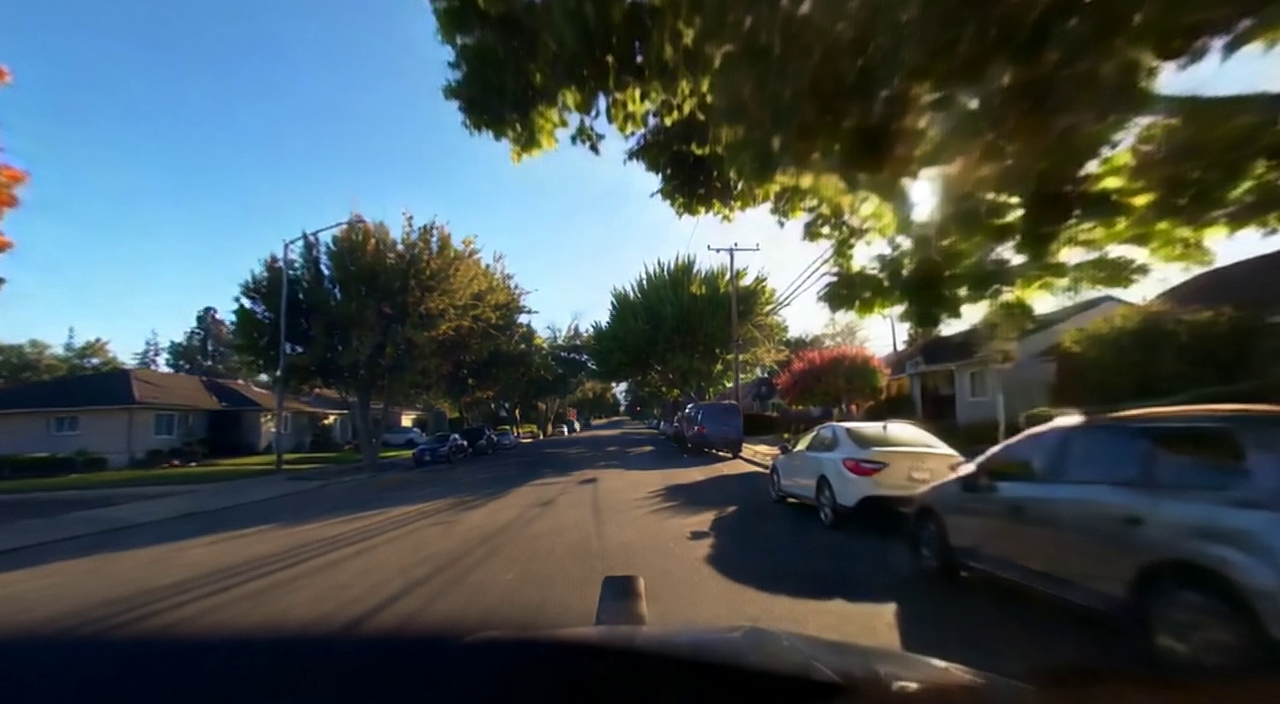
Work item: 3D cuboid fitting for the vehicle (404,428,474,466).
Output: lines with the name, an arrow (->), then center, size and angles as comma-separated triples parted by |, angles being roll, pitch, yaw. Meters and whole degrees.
vehicle -> -8.446, 4.025, 26.866 | 1.821, 1.476, 4.060 | 0, -8, -3

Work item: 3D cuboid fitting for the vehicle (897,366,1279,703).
vehicle -> 3.675, 1.065, 4.038 | 2.047, 1.598, 4.321 | 0, -8, -3

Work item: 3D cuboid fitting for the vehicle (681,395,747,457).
vehicle -> 3.043, 3.178, 26.744 | 2.233, 2.453, 3.787 | 0, -8, -1

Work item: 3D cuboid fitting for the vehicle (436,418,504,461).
vehicle -> -8.596, 4.447, 32.392 | 2.163, 1.841, 4.679 | -6, -7, -1

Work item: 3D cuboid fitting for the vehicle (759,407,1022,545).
vehicle -> 3.558, 1.877, 10.289 | 2.079, 1.681, 4.933 | 0, -8, -2
